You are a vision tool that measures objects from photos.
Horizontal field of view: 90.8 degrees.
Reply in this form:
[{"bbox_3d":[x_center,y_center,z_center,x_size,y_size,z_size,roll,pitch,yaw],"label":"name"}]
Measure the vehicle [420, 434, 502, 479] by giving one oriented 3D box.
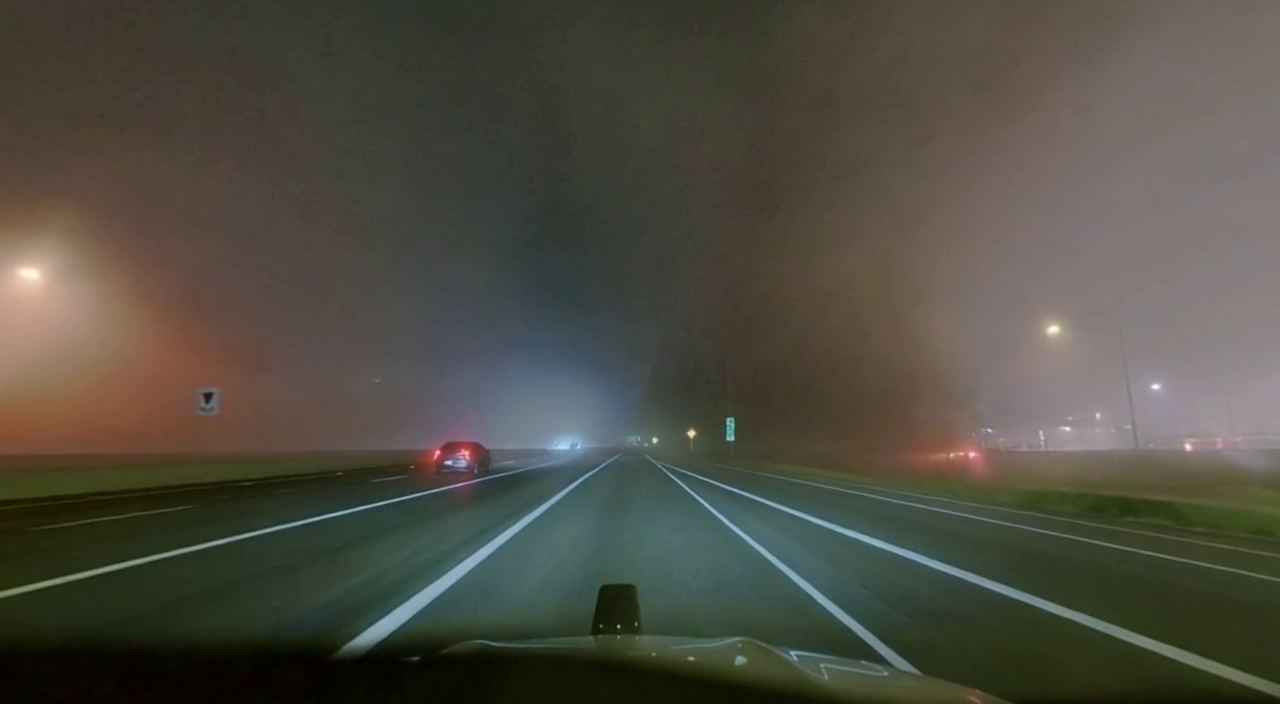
[{"bbox_3d":[-7.664,4.519,27.637,2.231,1.807,4.758,0,-8,0],"label":"vehicle"}]
